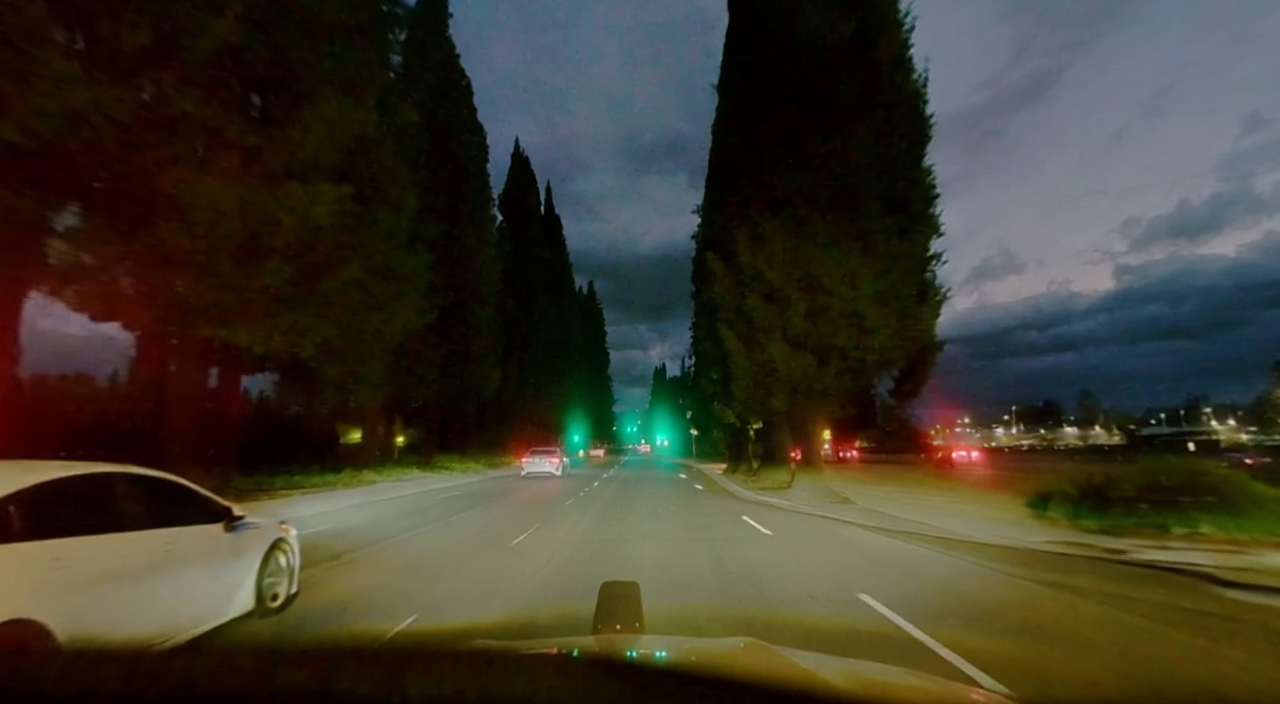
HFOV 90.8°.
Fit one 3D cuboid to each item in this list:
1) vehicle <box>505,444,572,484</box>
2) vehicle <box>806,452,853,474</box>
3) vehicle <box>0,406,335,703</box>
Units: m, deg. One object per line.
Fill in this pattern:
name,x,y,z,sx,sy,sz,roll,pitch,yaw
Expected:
vehicle,-3.989,4.457,25.599,1.968,1.459,4.433,0,-8,0
vehicle,13.785,8.084,46.220,1.993,1.412,3.978,0,-8,-3
vehicle,-3.573,1.032,2.957,2.106,1.482,4.312,0,-8,0
